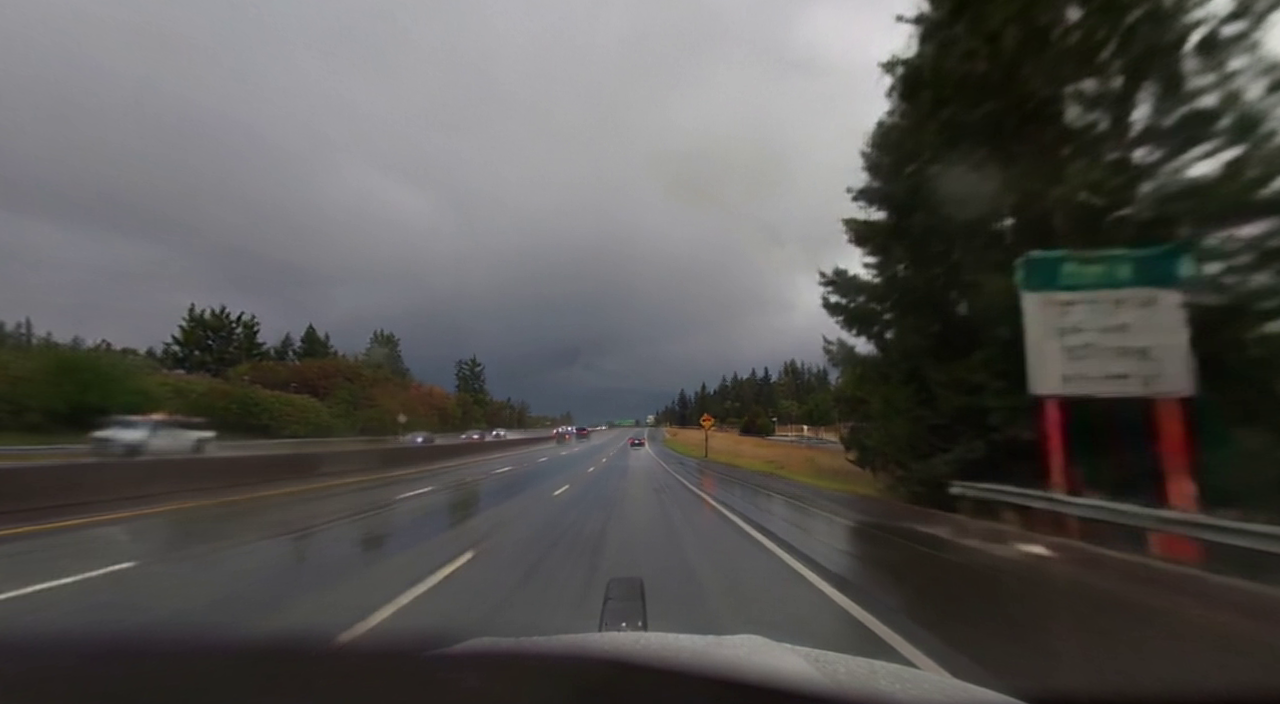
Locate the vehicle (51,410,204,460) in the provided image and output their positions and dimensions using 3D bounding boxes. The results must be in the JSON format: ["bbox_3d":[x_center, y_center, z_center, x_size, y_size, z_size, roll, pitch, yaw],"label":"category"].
[{"bbox_3d":[-25.443,4.240,31.785,2.484,2.248,6.190,0,-8,0],"label":"vehicle"}]
